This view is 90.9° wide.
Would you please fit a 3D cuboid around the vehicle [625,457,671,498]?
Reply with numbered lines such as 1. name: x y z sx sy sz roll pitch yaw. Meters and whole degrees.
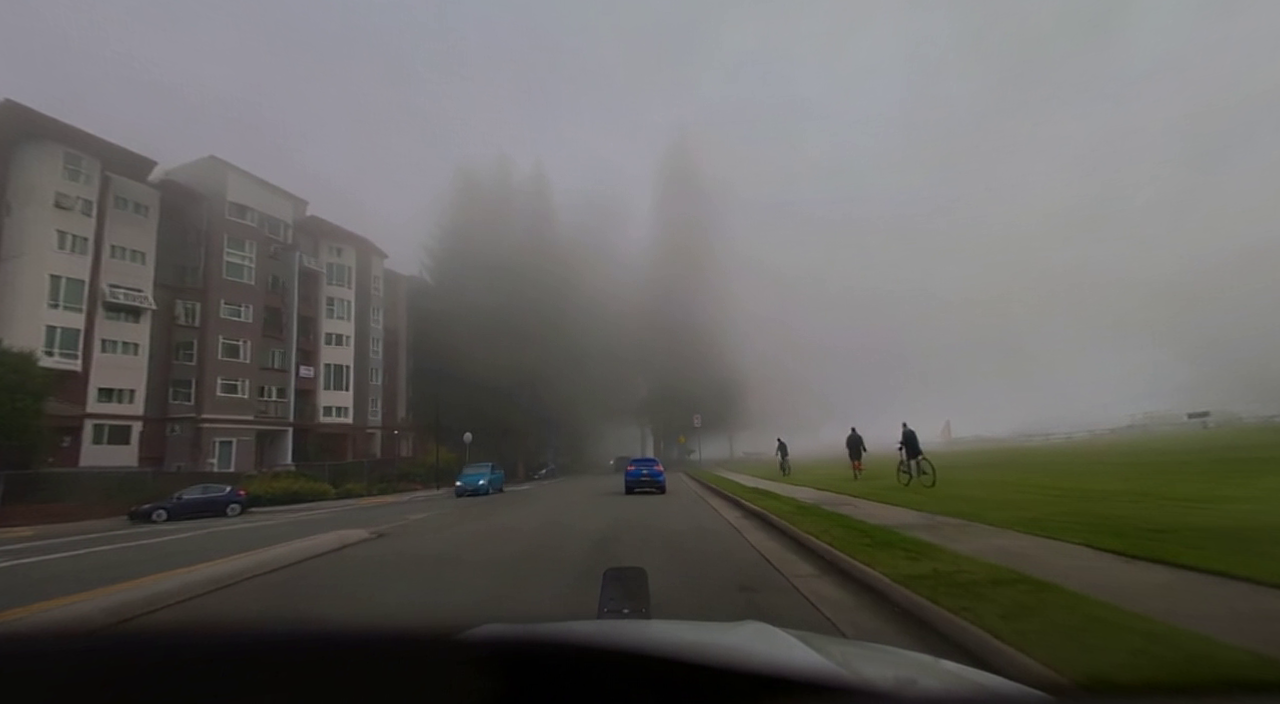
1. vehicle: 0.320 4.533 23.024 1.559 1.351 2.452 -1 -9 2

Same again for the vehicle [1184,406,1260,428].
1. vehicle: 44.942 5.058 48.698 4.615 1.596 2.002 2 -9 -15

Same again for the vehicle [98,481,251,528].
1. vehicle: -18.772 6.110 25.574 2.116 1.409 4.607 -9 -12 43
